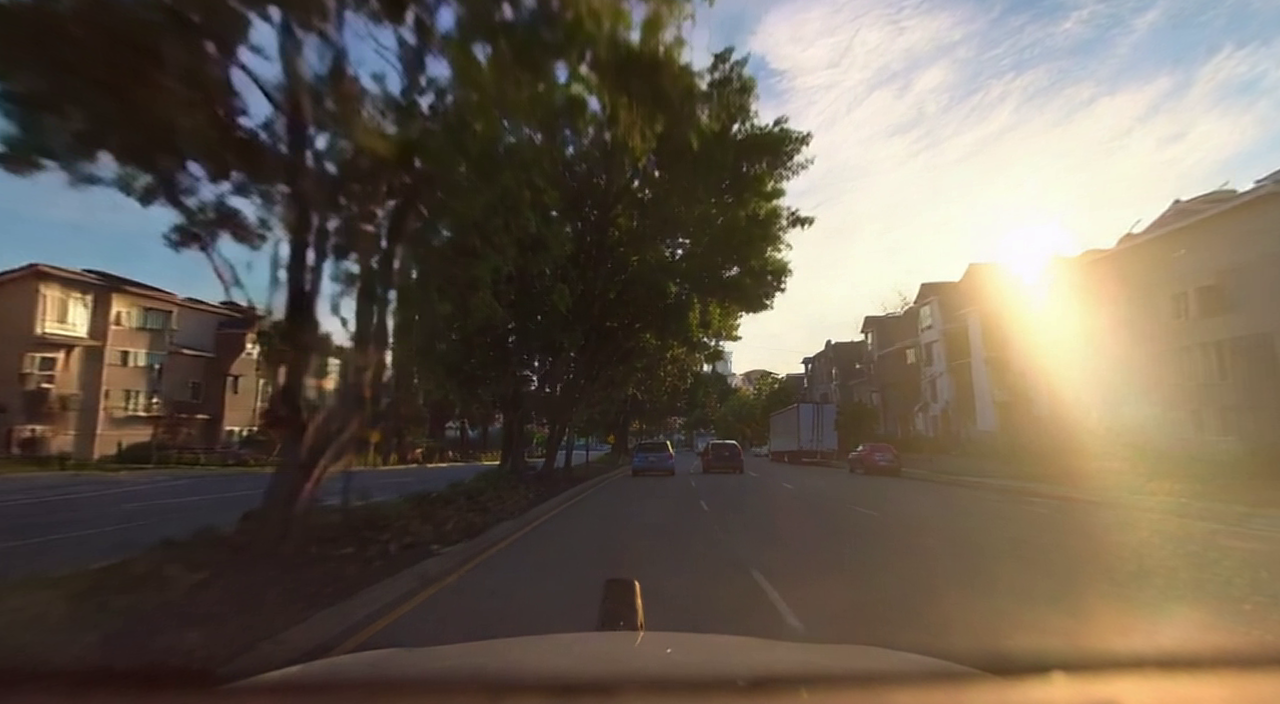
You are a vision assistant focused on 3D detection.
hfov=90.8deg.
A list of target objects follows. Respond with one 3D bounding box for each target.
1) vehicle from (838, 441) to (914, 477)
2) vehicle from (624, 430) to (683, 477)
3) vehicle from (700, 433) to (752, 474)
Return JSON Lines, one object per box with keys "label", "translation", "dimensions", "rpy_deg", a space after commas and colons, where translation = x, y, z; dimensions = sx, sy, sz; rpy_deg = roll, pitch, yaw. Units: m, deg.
{"label": "vehicle", "translation": [10.914, 4.982, 29.608], "dimensions": [1.901, 1.496, 4.948], "rpy_deg": [0, -9, 3]}
{"label": "vehicle", "translation": [0.677, 4.427, 27.725], "dimensions": [2.345, 1.841, 5.032], "rpy_deg": [0, -9, 3]}
{"label": "vehicle", "translation": [4.007, 4.837, 30.213], "dimensions": [2.033, 1.823, 4.409], "rpy_deg": [0, -9, 2]}
